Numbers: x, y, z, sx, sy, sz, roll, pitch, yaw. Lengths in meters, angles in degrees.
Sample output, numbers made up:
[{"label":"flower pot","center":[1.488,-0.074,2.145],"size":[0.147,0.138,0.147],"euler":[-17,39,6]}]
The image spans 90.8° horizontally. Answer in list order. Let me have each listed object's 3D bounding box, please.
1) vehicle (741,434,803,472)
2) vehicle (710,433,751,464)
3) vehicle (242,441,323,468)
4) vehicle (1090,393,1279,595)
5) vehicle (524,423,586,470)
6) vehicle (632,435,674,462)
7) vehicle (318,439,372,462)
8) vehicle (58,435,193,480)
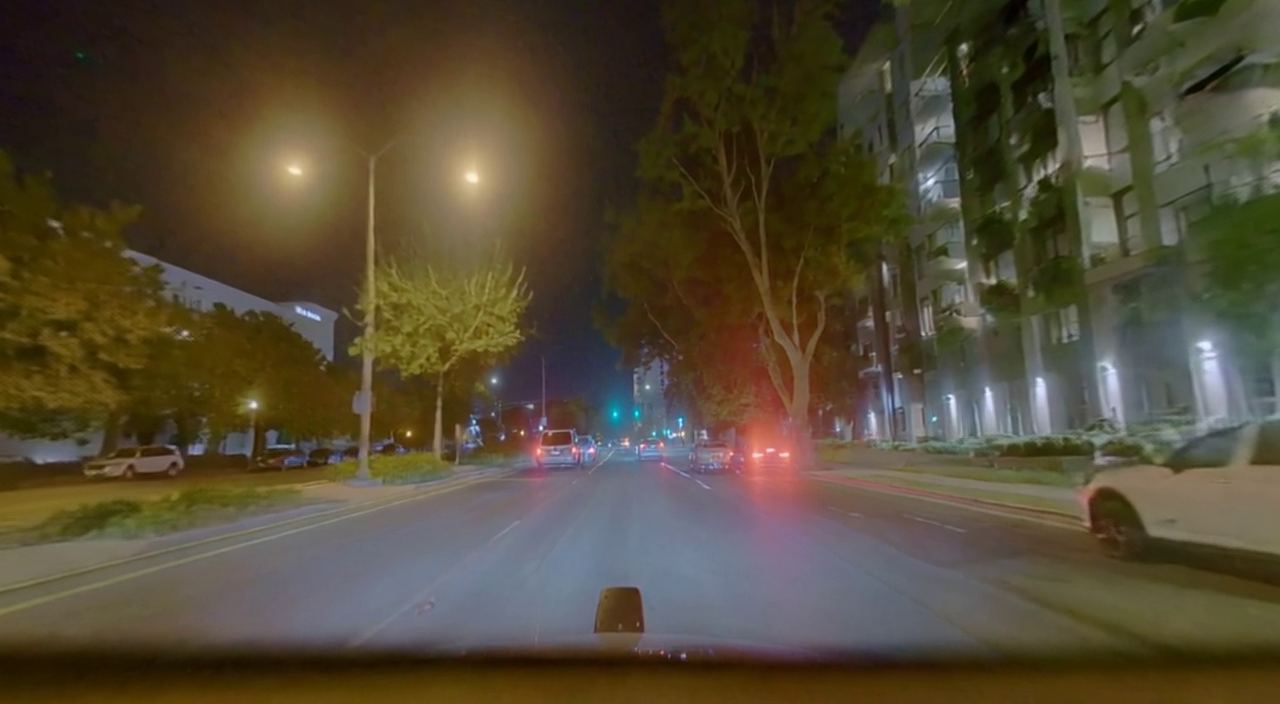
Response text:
[{"label":"vehicle","center":[6.386,4.937,31.061],"size":[2.164,1.727,3.955],"euler":[0,-8,-1]},{"label":"vehicle","center":[6.030,6.457,42.450],"size":[1.997,1.943,4.409],"euler":[0,-8,-1]},{"label":"vehicle","center":[-22.367,6.401,39.827],"size":[2.111,1.554,5.163],"euler":[0,-8,-1]},{"label":"vehicle","center":[7.012,1.336,5.989],"size":[2.216,1.847,4.321],"euler":[0,-8,-1]},{"label":"vehicle","center":[-3.796,4.343,29.154],"size":[2.223,1.957,4.845],"euler":[0,-8,0]},{"label":"vehicle","center":[0.728,5.940,38.895],"size":[2.201,1.589,3.843],"euler":[1,-8,-4]},{"label":"vehicle","center":[-22.665,7.577,48.697],"size":[1.910,1.632,4.624],"euler":[0,-8,0]},{"label":"vehicle","center":[-22.203,4.564,27.559],"size":[1.996,1.767,4.613],"euler":[0,-8,-1]}]
